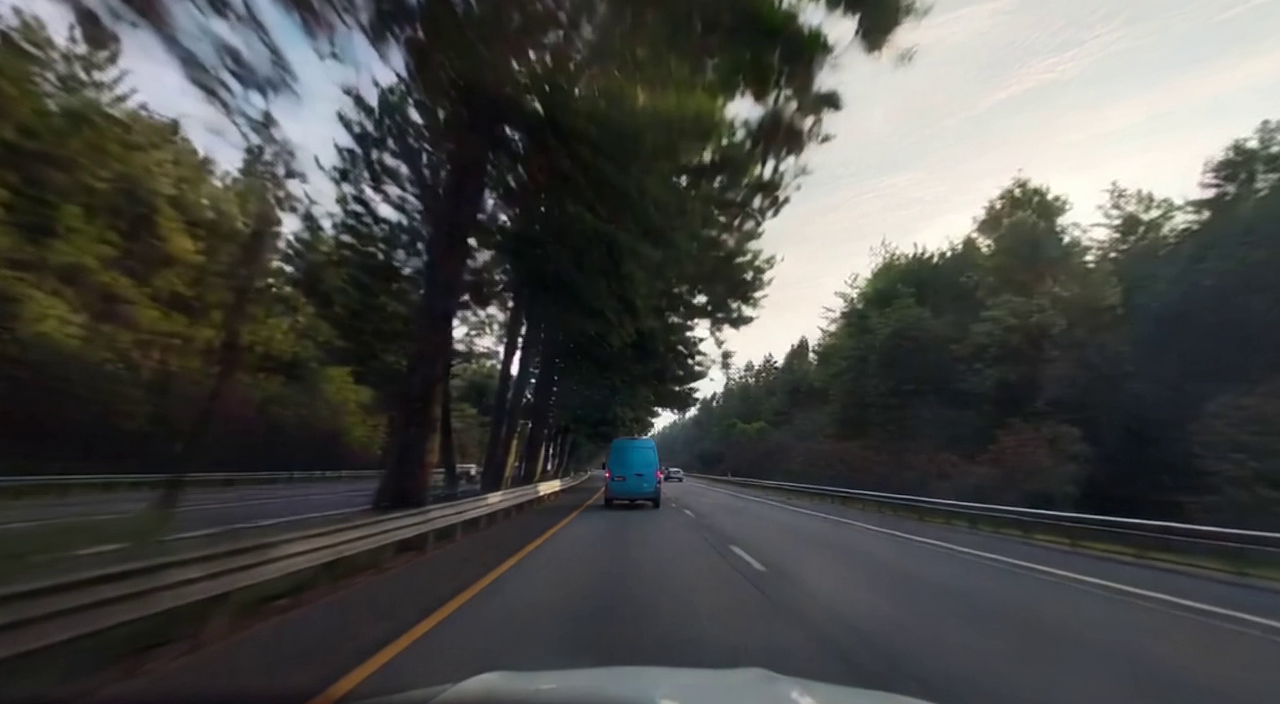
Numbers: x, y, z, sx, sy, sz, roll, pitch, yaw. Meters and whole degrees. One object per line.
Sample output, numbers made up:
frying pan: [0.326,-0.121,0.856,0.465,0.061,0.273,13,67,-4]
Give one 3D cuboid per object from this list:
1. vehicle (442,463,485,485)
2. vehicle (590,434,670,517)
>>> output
vehicle: [-13.464,9.326,48.254,1.950,1.574,4.596,1,-10,0]
vehicle: [-0.444,4.284,22.143,2.375,2.432,6.161,1,-10,-3]
